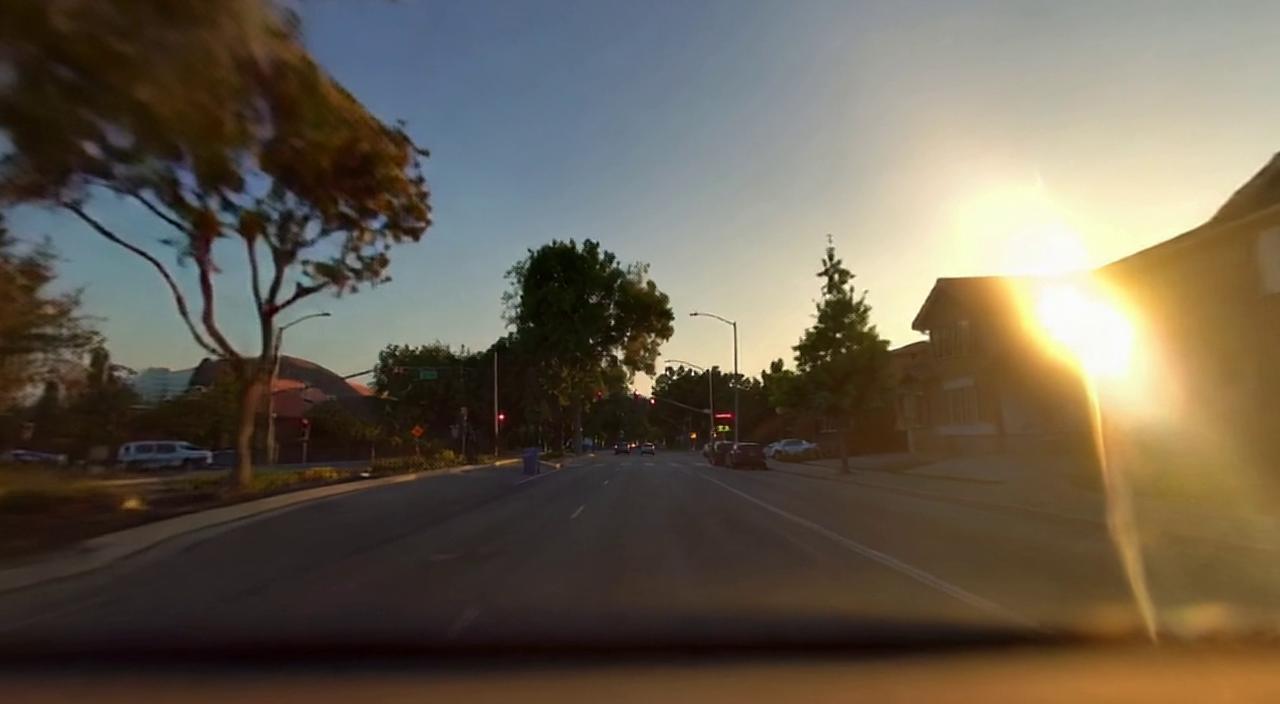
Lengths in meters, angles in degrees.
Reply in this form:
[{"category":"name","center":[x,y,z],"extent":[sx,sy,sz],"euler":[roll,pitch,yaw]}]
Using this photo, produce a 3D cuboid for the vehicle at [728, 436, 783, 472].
[{"category":"vehicle","center":[6.203,5.555,34.538],"extent":[2.094,1.766,4.792],"euler":[0,-9,0]}]
